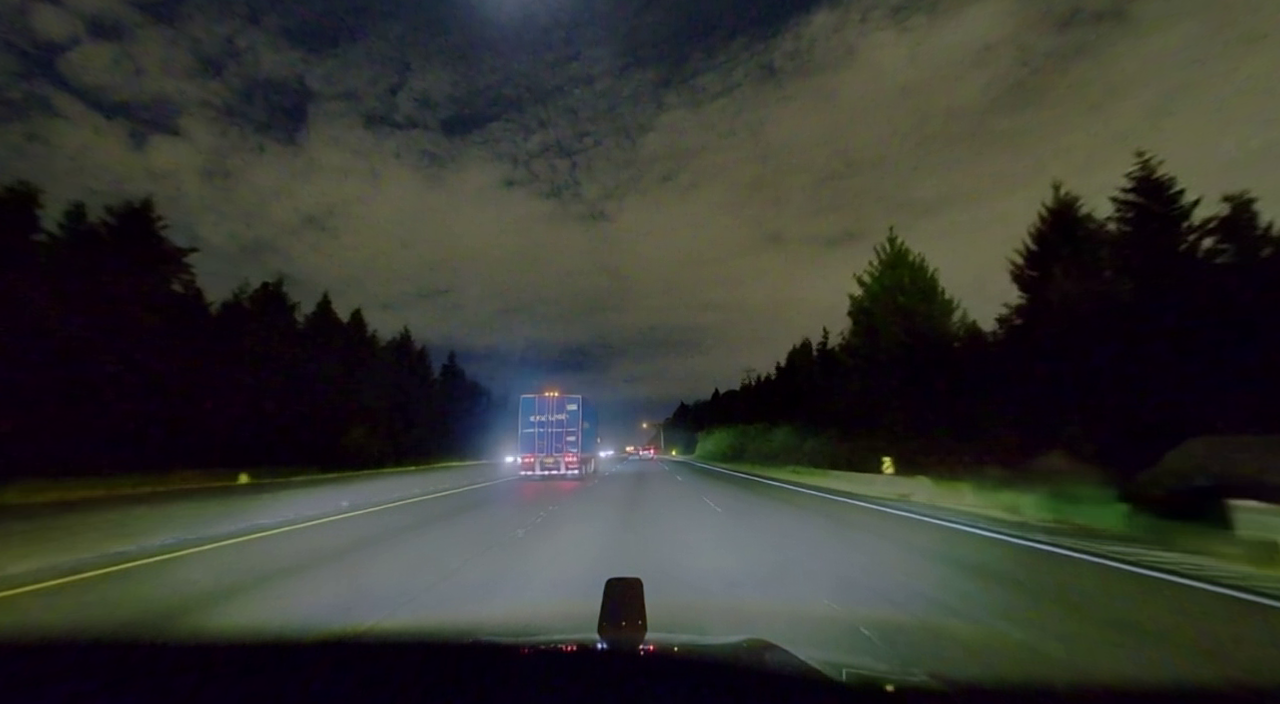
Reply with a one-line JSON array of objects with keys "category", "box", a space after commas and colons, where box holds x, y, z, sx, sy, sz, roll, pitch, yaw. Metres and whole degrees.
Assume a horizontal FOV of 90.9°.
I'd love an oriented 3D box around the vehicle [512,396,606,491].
[{"category": "vehicle", "box": [-2.906, 3.584, 24.660, 2.695, 3.151, 6.885, 0, -9, 0]}]
